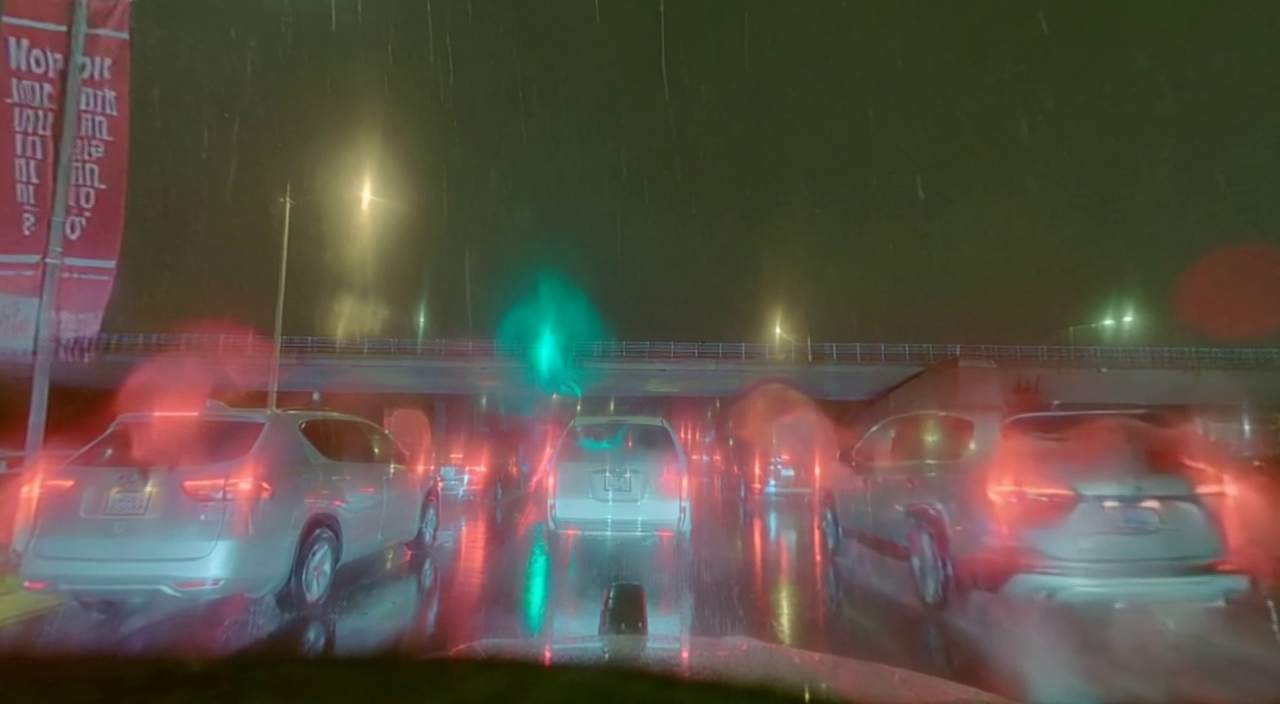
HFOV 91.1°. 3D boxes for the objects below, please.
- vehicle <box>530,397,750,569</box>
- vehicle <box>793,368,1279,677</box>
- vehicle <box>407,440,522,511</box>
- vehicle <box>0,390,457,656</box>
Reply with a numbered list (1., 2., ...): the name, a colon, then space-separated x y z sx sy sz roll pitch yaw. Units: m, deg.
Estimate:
1. vehicle: -0.078 1.770 9.210 2.409 1.864 4.471 0 -9 -2
2. vehicle: 3.144 1.336 6.106 2.016 1.804 4.681 0 -9 -1
3. vehicle: -4.153 2.946 15.429 1.797 1.505 3.506 0 -9 0
4. vehicle: -3.495 1.423 6.264 2.039 1.709 4.265 0 -9 0
